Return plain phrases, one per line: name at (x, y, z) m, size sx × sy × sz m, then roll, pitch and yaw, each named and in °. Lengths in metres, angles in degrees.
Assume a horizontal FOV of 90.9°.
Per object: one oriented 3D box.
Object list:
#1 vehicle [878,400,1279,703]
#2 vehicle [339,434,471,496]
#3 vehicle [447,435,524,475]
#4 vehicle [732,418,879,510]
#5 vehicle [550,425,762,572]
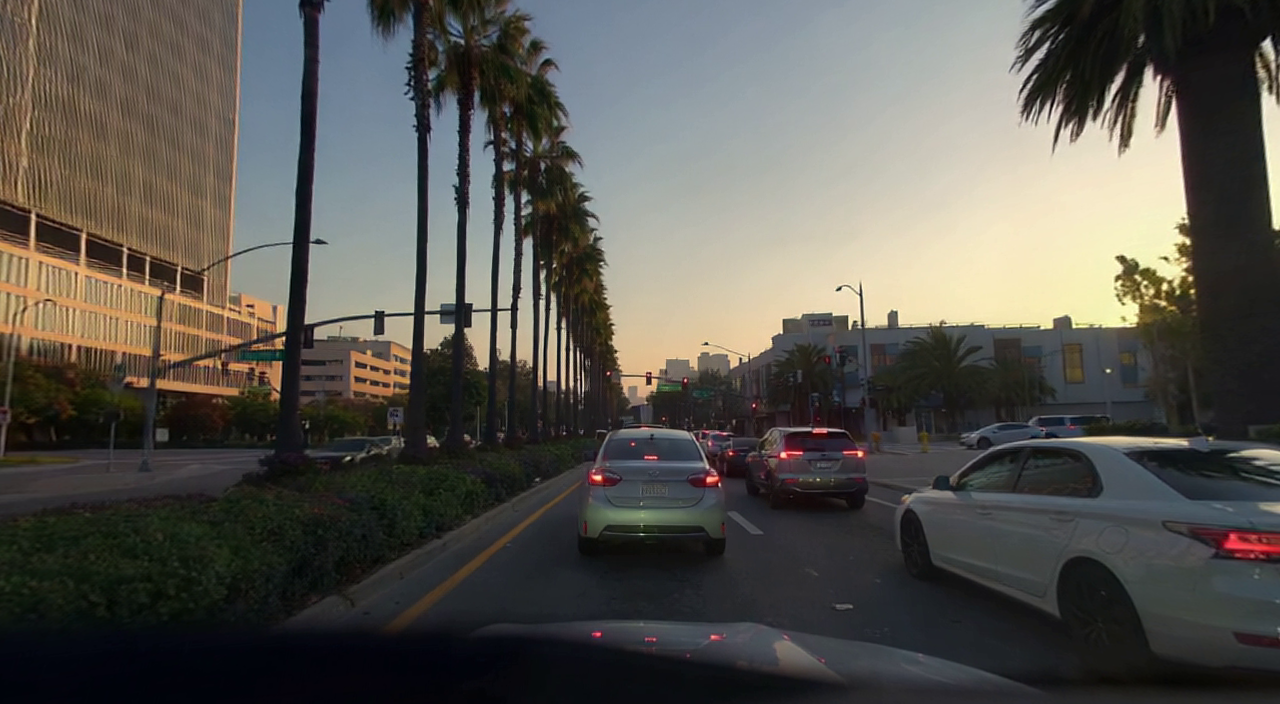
vehicle at (3.538, 1.228, 4.465) m, size 1.910 × 1.490 × 4.661 m, roll 0°, pitch -8°, yaw 1°
vehicle at (-6.253, 3.047, 17.357) m, size 1.900 × 1.487 × 4.165 m, roll 0°, pitch -8°, yaw 2°
vehicle at (-6.042, 4.094, 25.221) m, size 1.822 × 1.456 × 4.396 m, roll -1°, pitch -8°, yaw 2°
vehicle at (3.495, 2.464, 14.302) m, size 2.169 × 1.751 × 4.276 m, roll 0°, pitch -8°, yaw 0°
vehicle at (0.182, 1.787, 8.464) m, size 2.140 × 1.474 × 4.026 m, roll 0°, pitch -8°, yaw 1°
